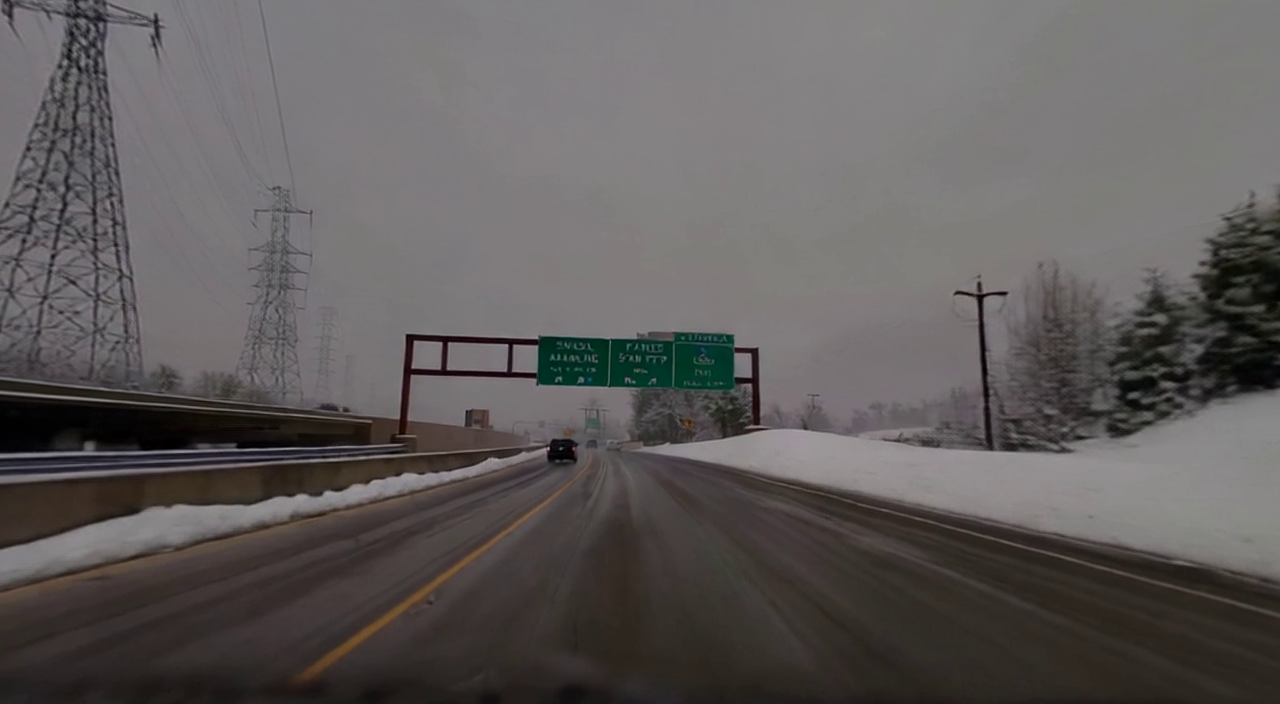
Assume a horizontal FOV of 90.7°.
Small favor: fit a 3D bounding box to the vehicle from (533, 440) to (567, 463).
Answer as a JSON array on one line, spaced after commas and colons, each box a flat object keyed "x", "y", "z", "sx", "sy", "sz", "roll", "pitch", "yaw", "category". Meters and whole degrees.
[{"x": -6.113, "y": 6.792, "z": 43.391, "sx": 1.921, "sy": 1.420, "sz": 4.078, "roll": 0, "pitch": -8, "yaw": -3, "category": "vehicle"}]
